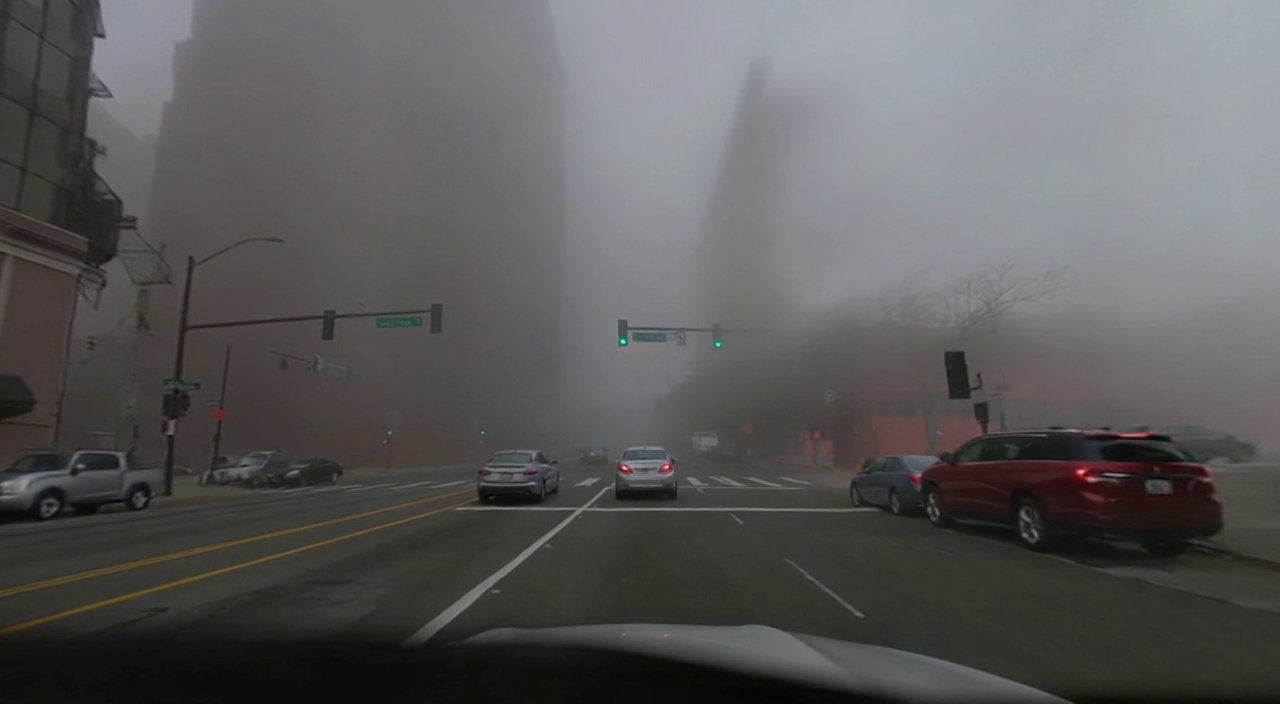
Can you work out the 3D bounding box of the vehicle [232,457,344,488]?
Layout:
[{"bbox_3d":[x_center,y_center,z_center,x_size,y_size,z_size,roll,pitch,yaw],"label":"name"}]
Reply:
[{"bbox_3d":[-19.111,6.497,34.254,5.163,1.510,2.174,-3,-9,16],"label":"vehicle"}]

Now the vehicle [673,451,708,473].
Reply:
[{"bbox_3d":[3.523,7.744,44.668,2.047,1.463,4.514,0,-9,0],"label":"vehicle"}]

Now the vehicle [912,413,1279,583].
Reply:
[{"bbox_3d":[6.511,2.032,9.758,2.289,1.867,5.322,0,-9,1],"label":"vehicle"}]

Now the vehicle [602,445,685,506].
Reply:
[{"bbox_3d":[0.082,3.381,17.725,2.037,1.484,4.073,0,-9,0],"label":"vehicle"}]

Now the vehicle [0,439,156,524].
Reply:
[{"bbox_3d":[-15.821,3.472,17.666,2.239,1.963,5.779,4,-9,-25],"label":"vehicle"}]

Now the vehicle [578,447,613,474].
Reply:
[{"bbox_3d":[-2.985,7.383,43.238,2.007,1.736,4.185,0,-9,1],"label":"vehicle"}]

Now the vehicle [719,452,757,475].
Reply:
[{"bbox_3d":[6.861,7.801,44.401,1.944,1.462,4.406,0,-9,0],"label":"vehicle"}]

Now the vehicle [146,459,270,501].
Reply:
[{"bbox_3d":[-17.234,5.116,25.479,1.774,1.436,4.473,0,-9,1],"label":"vehicle"}]

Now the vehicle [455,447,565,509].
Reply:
[{"bbox_3d":[-3.360,3.346,17.217,1.950,1.450,4.257,0,-9,2],"label":"vehicle"}]
